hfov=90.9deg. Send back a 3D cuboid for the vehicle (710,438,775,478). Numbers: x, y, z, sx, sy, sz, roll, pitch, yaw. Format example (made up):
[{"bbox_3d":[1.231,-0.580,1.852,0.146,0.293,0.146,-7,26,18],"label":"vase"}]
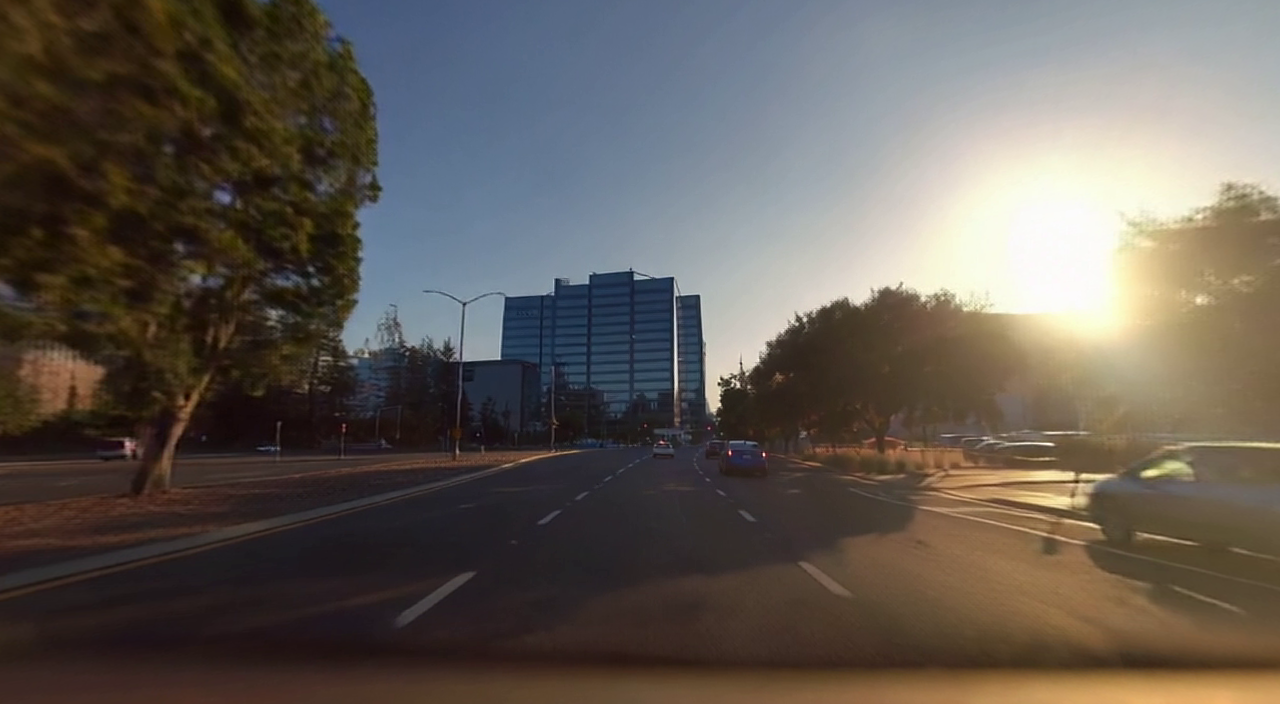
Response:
[{"bbox_3d":[4.129,4.354,26.148,1.981,1.499,4.536,0,-8,1],"label":"vehicle"}]

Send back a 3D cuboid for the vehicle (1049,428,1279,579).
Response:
[{"bbox_3d":[7.770,1.777,7.863,2.074,1.584,4.658,0,-8,-2],"label":"vehicle"}]

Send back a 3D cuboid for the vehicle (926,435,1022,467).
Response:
[{"bbox_3d":[22.403,6.609,42.291,5.456,1.919,2.222,0,-7,-14],"label":"vehicle"}]
